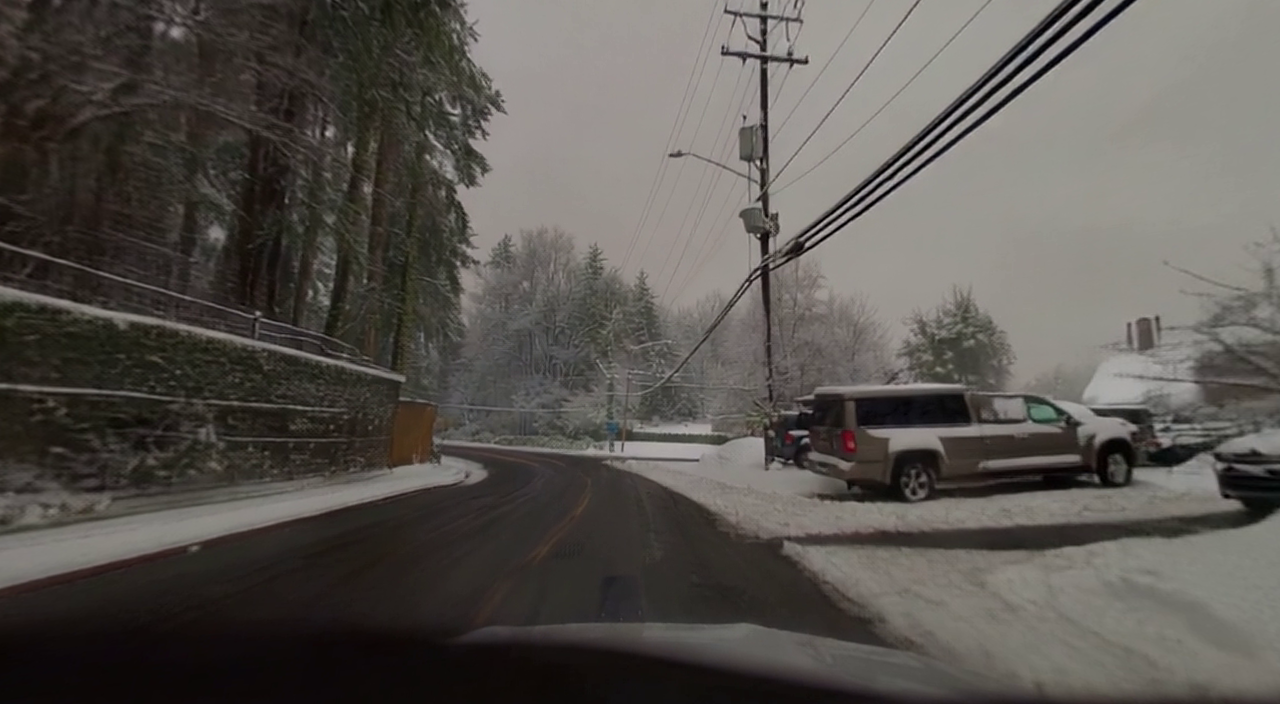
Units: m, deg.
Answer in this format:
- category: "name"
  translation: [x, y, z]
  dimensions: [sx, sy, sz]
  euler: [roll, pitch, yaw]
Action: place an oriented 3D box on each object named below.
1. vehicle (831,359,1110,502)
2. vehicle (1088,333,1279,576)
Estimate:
- category: "vehicle"
  translation: [6.646, 1.596, 12.600]
  dimensions: [5.269, 2.289, 2.446]
  euler: [5, -10, -32]
- category: "vehicle"
  translation: [6.918, 0.902, 6.203]
  dimensions: [4.444, 1.902, 2.099]
  euler: [2, -6, -26]
